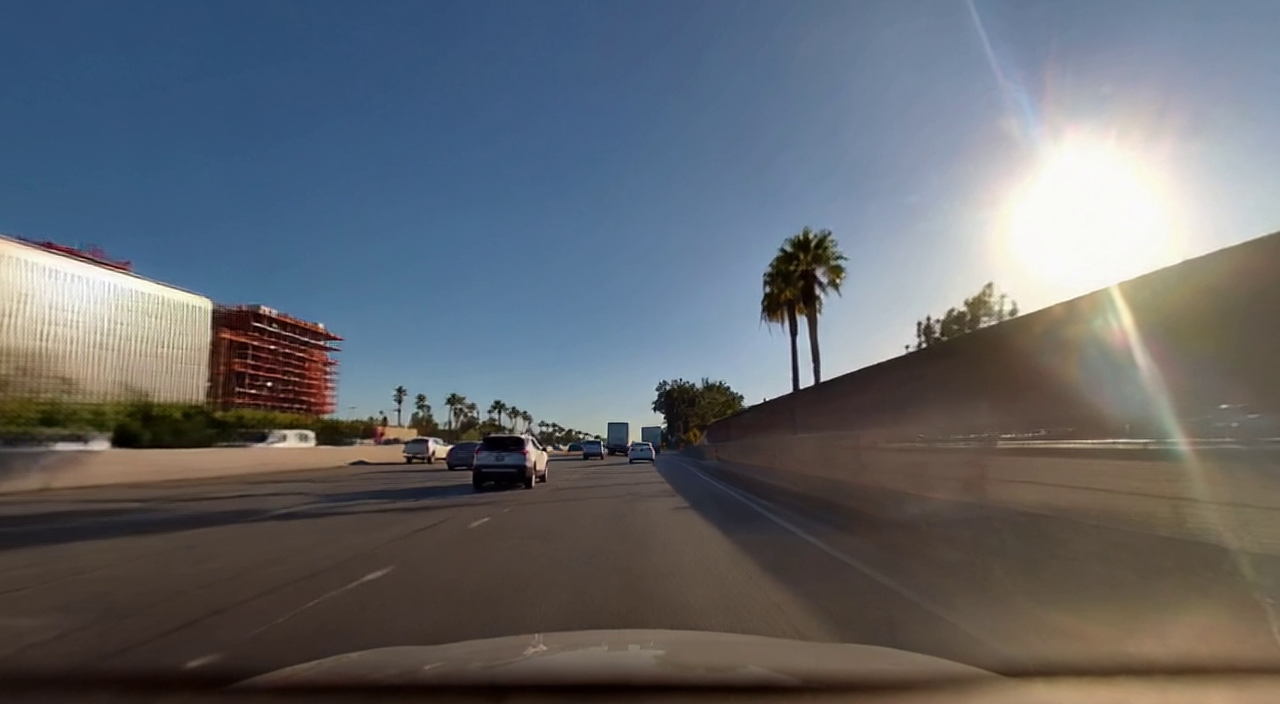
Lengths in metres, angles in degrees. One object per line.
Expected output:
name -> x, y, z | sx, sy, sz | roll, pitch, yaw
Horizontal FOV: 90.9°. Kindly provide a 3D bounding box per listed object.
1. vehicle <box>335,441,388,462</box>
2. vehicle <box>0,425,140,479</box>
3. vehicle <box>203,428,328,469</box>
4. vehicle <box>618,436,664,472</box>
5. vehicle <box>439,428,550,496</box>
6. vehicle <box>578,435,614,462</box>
vehicle -> -20.785, 7.451, 47.204 | 1.755, 1.460, 4.353 | -1, -8, 3
vehicle -> -21.861, 3.674, 23.326 | 2.162, 1.745, 5.317 | -1, -8, 2
vehicle -> -17.641, 4.593, 30.166 | 2.256, 1.779, 5.718 | -1, -8, 3
vehicle -> 0.085, 5.076, 31.523 | 2.136, 1.678, 4.052 | 0, -8, 1
vehicle -> -4.121, 3.199, 18.748 | 2.108, 1.740, 4.549 | 0, -8, 2
vehicle -> -3.366, 7.505, 49.034 | 2.203, 1.958, 4.848 | -1, -8, 2
